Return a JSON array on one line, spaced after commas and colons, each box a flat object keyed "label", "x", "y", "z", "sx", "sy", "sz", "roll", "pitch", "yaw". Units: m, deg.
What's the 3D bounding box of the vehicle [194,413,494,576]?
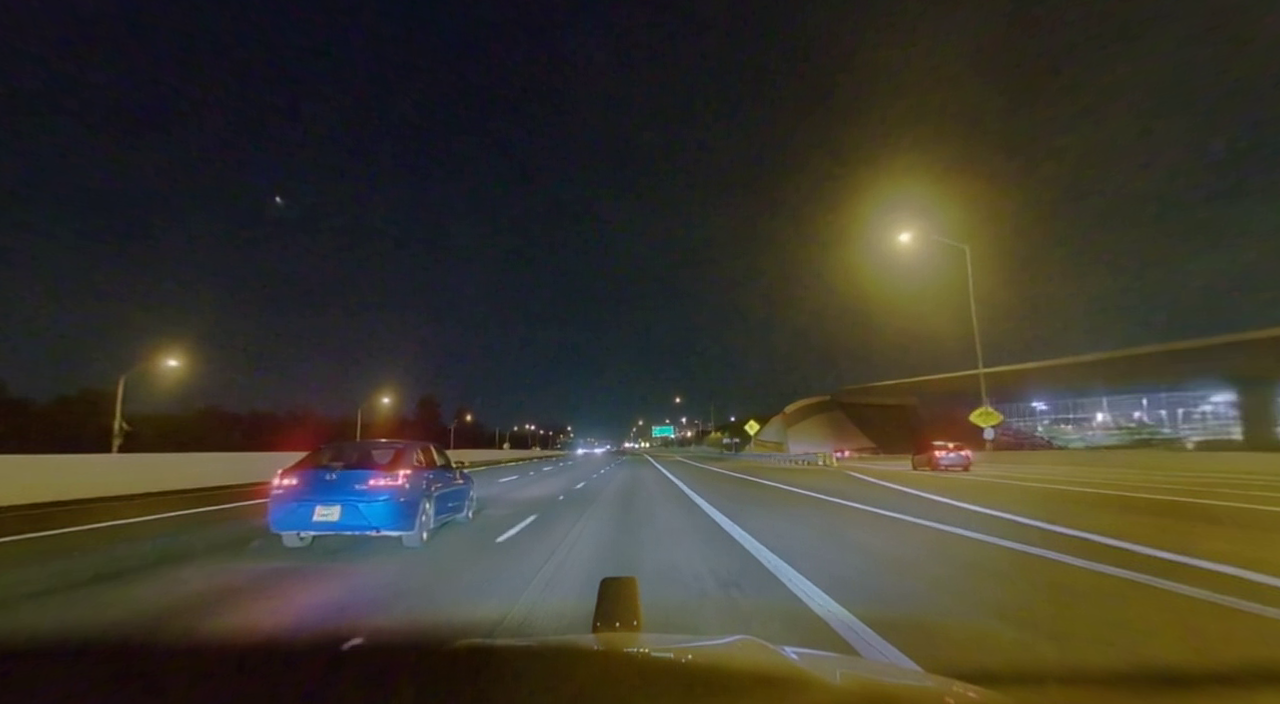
[{"label": "vehicle", "x": -3.649, "y": 1.835, "z": 8.939, "sx": 2.178, "sy": 1.699, "sz": 4.321, "roll": 0, "pitch": -8, "yaw": -1}]
